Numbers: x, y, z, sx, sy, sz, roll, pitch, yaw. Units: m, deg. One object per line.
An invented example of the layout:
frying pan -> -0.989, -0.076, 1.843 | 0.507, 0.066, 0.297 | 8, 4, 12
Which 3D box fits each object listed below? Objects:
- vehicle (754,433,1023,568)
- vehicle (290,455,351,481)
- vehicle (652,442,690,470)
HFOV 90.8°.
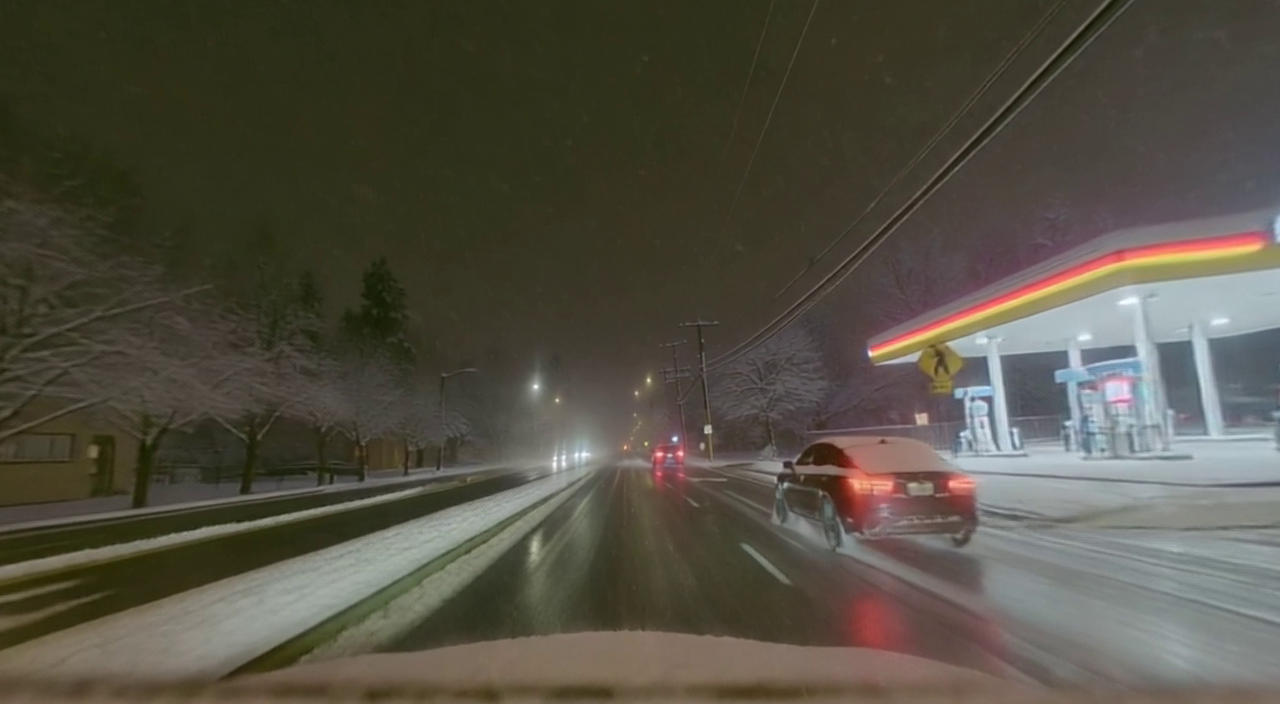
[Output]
vehicle -> 3.198, 1.995, 9.305 | 2.061, 1.475, 4.296 | 0, -9, -2
vehicle -> -24.607, 8.941, 48.907 | 2.082, 1.829, 5.094 | 0, -9, -1
vehicle -> 2.063, 7.157, 43.684 | 2.115, 1.840, 4.777 | 0, -9, -3
